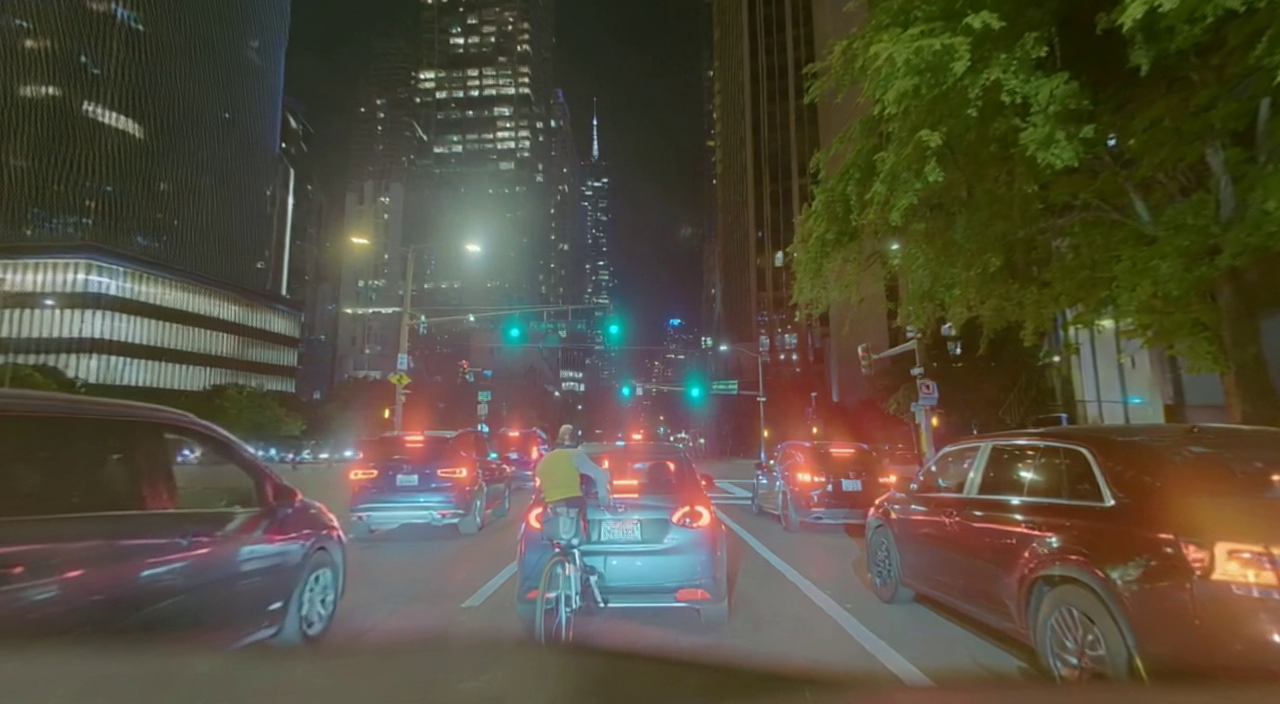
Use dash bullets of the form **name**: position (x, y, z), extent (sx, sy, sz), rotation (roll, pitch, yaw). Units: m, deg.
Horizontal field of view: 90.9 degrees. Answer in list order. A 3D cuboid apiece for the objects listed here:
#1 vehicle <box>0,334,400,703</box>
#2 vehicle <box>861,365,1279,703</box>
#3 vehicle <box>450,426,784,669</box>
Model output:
- **vehicle**: position (-3.153, 0.956, 3.015), extent (2.181, 1.723, 4.550), rotation (0, -8, 0)
- **vehicle**: position (3.330, 1.159, 4.178), extent (2.179, 1.631, 4.173), rotation (0, -8, 0)
- **vehicle**: position (-0.157, 1.472, 5.798), extent (2.031, 1.461, 3.763), rotation (0, -8, -1)
